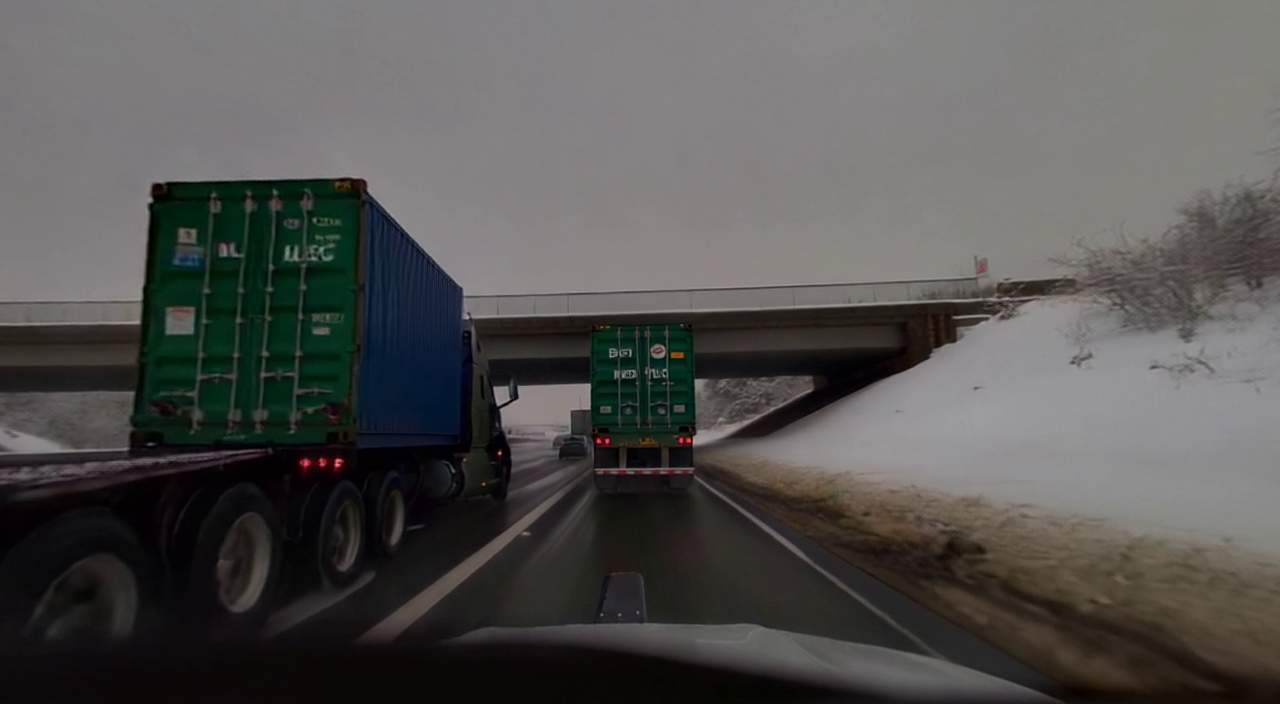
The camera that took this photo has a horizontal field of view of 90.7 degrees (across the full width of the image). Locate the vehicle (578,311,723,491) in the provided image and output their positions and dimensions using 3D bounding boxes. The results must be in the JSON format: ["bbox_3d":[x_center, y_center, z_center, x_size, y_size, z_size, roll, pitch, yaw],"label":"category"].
[{"bbox_3d":[0.193,1.666,18.664,3.357,4.212,7.519,0,-8,-1],"label":"vehicle"}]

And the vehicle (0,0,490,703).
[{"bbox_3d":[-3.697,-0.402,2.322,2.873,4.198,13.317,-1,-8,1],"label":"vehicle"}]
